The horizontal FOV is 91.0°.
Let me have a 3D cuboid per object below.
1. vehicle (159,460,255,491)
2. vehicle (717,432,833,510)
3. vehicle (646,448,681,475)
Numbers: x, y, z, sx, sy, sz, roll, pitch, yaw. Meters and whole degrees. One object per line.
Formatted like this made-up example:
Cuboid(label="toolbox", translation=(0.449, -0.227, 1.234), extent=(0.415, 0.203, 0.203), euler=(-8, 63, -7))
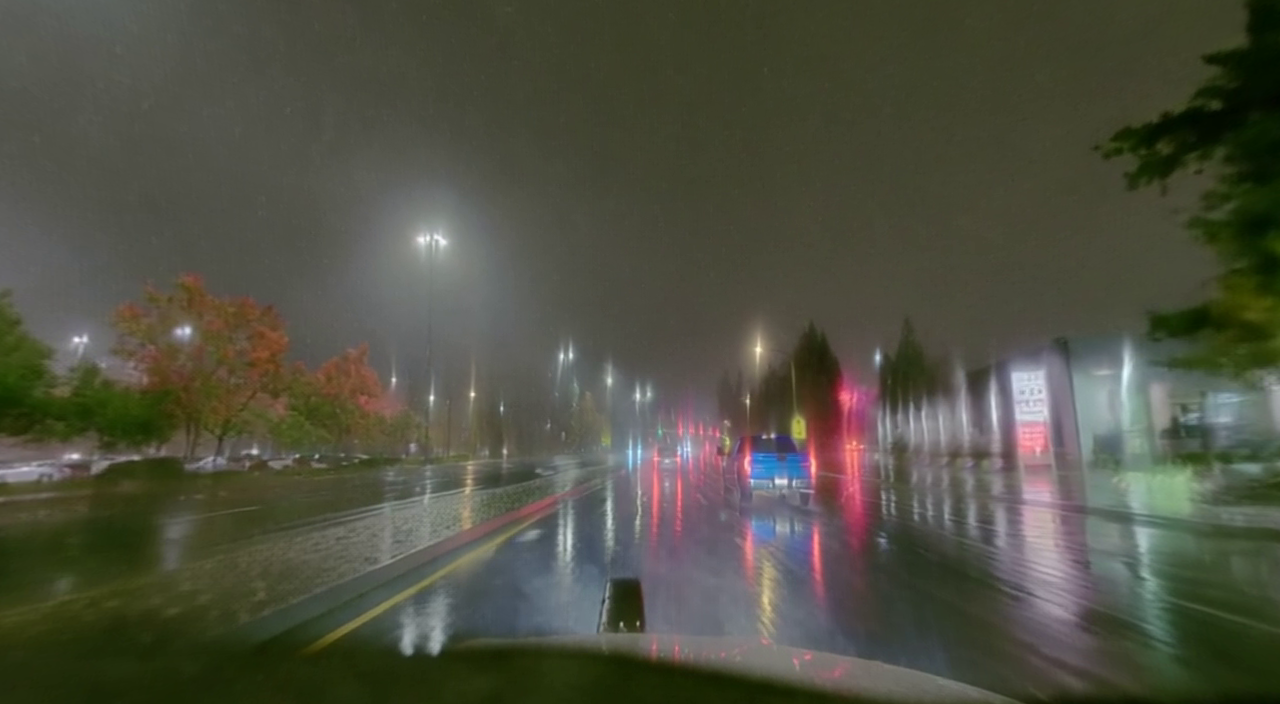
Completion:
Cuboid(label="vehicle", translation=(-24.008, 6.835, 35.150), extent=(1.890, 1.519, 4.431), euler=(0, -9, 6))
Cuboid(label="vehicle", translation=(3.738, 3.408, 18.716), extent=(2.367, 1.919, 5.651), euler=(0, -8, 2))
Cuboid(label="vehicle", translation=(1.491, 6.567, 38.116), extent=(1.968, 1.521, 4.262), euler=(0, -8, 4))
